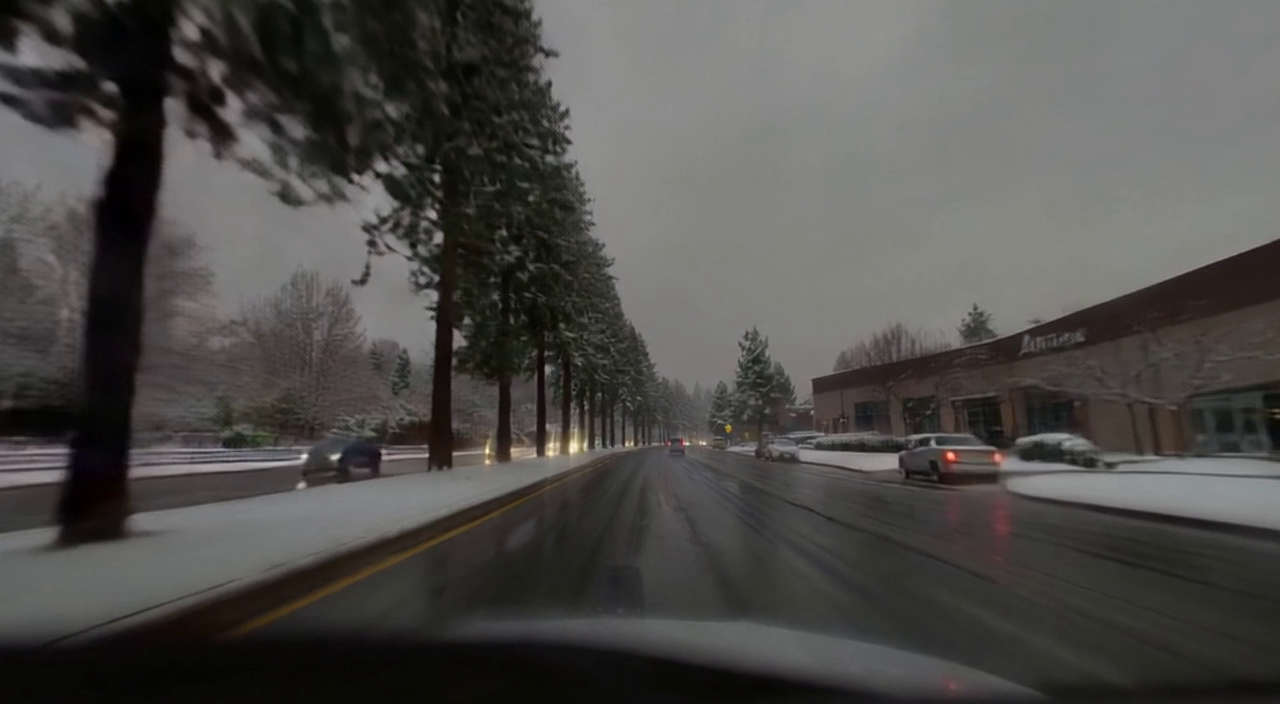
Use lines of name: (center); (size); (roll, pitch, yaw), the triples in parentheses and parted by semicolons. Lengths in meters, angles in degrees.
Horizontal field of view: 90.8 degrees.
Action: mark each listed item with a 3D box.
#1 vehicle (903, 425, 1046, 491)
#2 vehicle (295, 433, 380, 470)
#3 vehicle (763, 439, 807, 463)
vehicle: (11.065, 3.551, 21.463); (2.264, 1.958, 5.135); (-1, -9, 4)
vehicle: (-13.551, 4.520, 28.585); (1.802, 1.535, 4.031); (-1, -9, 1)
vehicle: (9.420, 6.460, 41.355); (2.022, 1.449, 4.706); (-1, -9, 4)
